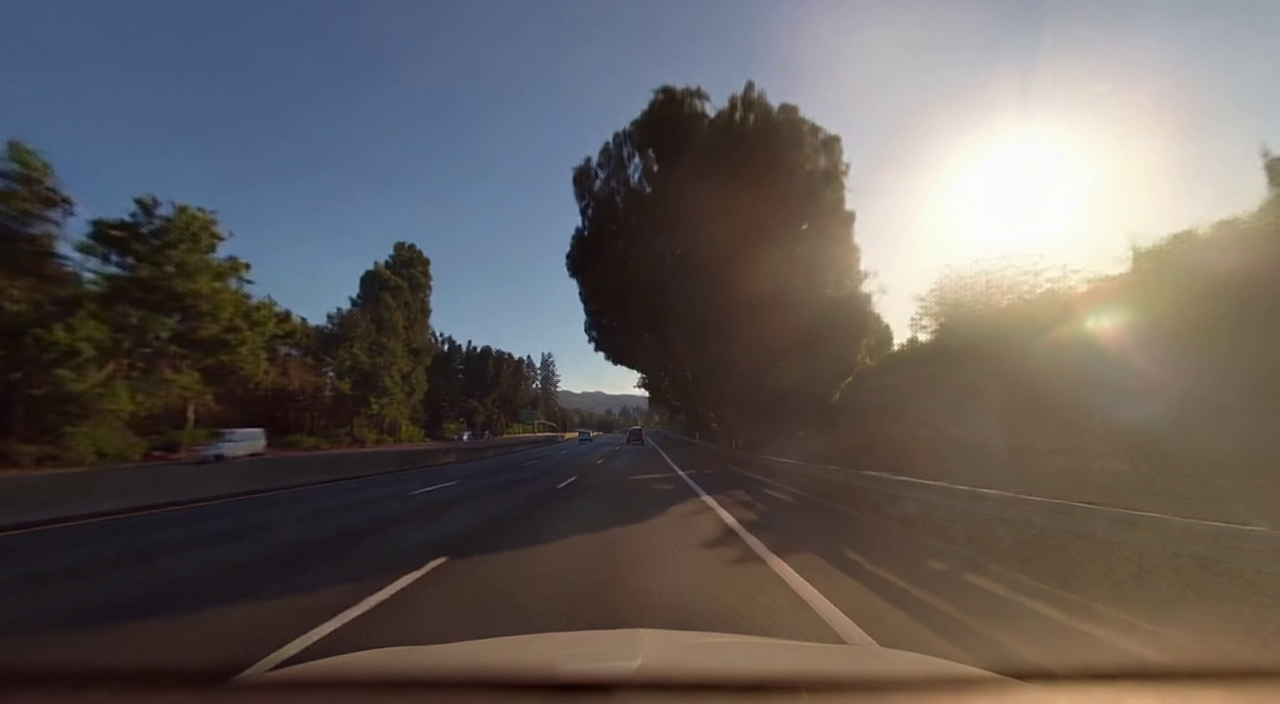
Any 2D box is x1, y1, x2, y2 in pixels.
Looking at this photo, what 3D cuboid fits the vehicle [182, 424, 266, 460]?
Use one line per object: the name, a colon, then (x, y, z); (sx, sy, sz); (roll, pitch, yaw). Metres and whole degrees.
vehicle: (-32.551, 7.093, 49.581); (2.376, 2.674, 5.878); (0, -8, 2)
